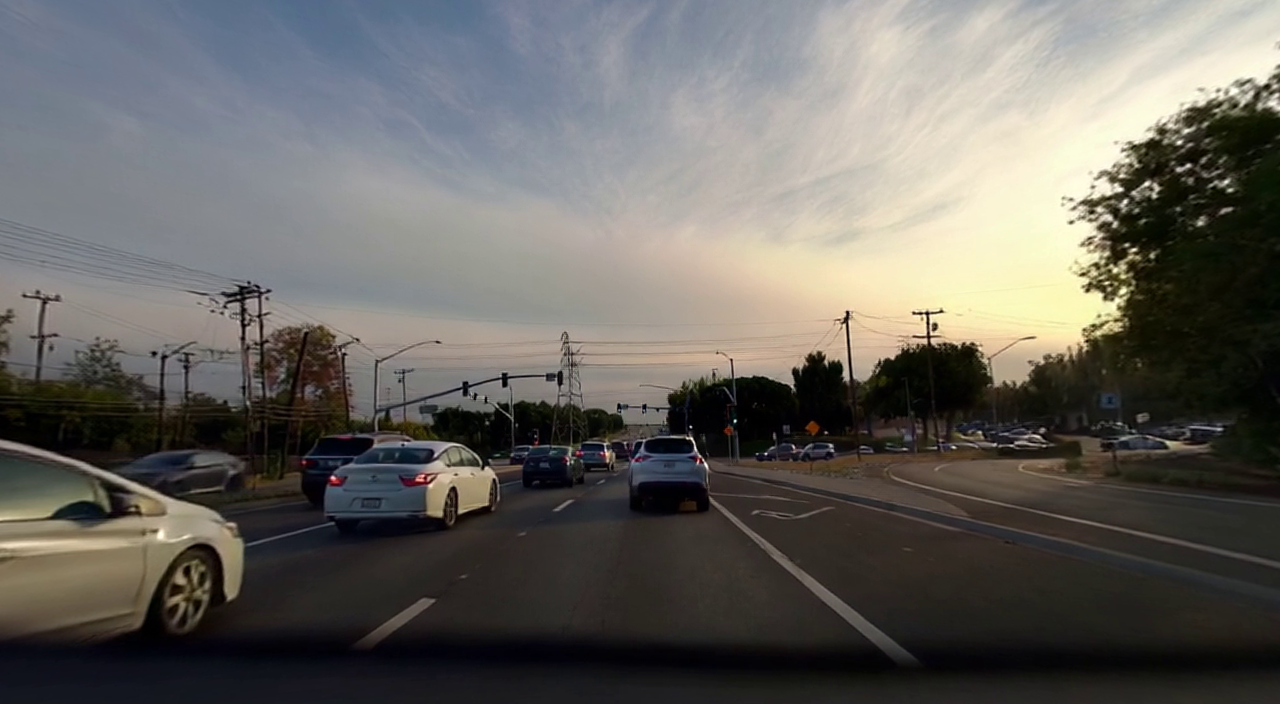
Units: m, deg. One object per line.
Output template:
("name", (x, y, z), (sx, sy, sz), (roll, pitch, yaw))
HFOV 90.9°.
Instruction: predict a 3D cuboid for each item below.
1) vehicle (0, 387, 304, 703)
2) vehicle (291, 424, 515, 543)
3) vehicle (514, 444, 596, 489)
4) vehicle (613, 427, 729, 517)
("vehicle", (-3.808, 0.998, 3.108), (1.999, 1.563, 4.007), (0, -9, 1))
("vehicle", (-3.744, 2.162, 11.011), (2.018, 1.621, 4.441), (0, -9, 2))
("vehicle", (-2.918, 4.051, 22.644), (2.105, 1.436, 4.311), (-1, -9, 4))
("vehicle", (0.649, 2.589, 14.026), (2.205, 1.691, 3.937), (0, -9, 2))
